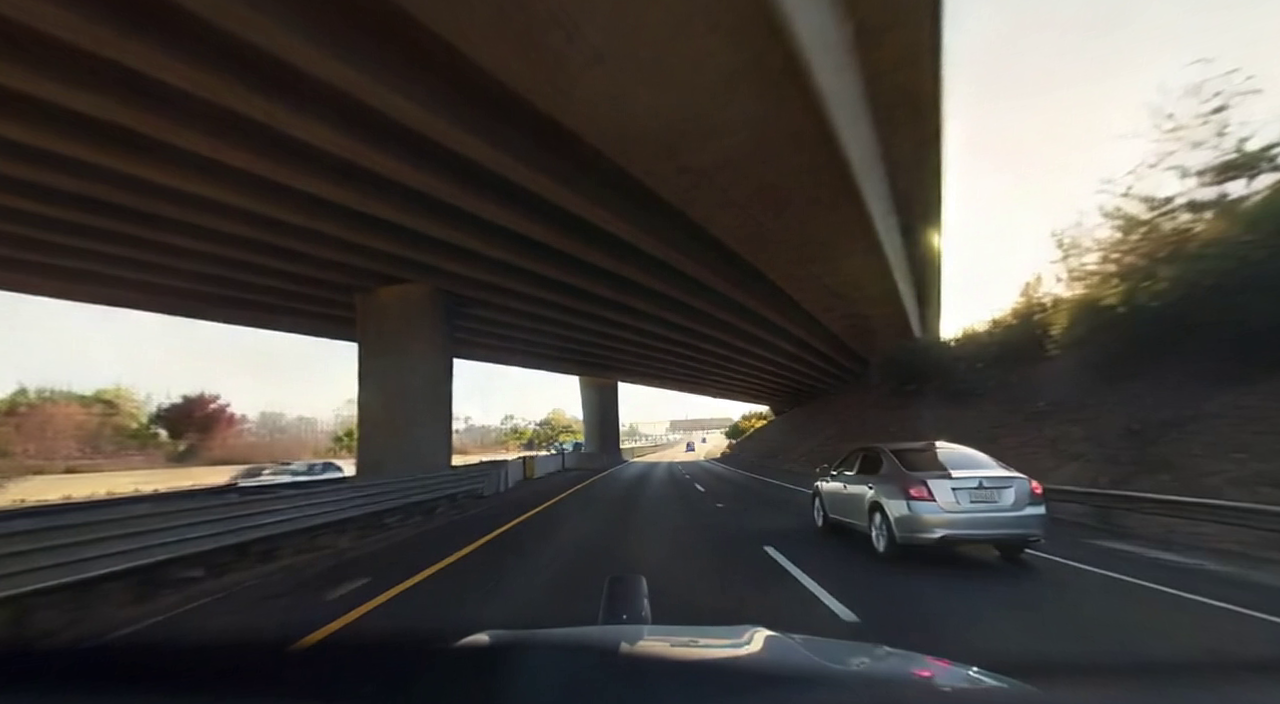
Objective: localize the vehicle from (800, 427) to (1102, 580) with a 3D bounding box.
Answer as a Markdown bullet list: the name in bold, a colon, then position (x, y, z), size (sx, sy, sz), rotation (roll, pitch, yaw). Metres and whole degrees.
- **vehicle**: position (3.662, 1.832, 8.450), size (1.997, 1.515, 4.025), rotation (-1, -8, 1)
